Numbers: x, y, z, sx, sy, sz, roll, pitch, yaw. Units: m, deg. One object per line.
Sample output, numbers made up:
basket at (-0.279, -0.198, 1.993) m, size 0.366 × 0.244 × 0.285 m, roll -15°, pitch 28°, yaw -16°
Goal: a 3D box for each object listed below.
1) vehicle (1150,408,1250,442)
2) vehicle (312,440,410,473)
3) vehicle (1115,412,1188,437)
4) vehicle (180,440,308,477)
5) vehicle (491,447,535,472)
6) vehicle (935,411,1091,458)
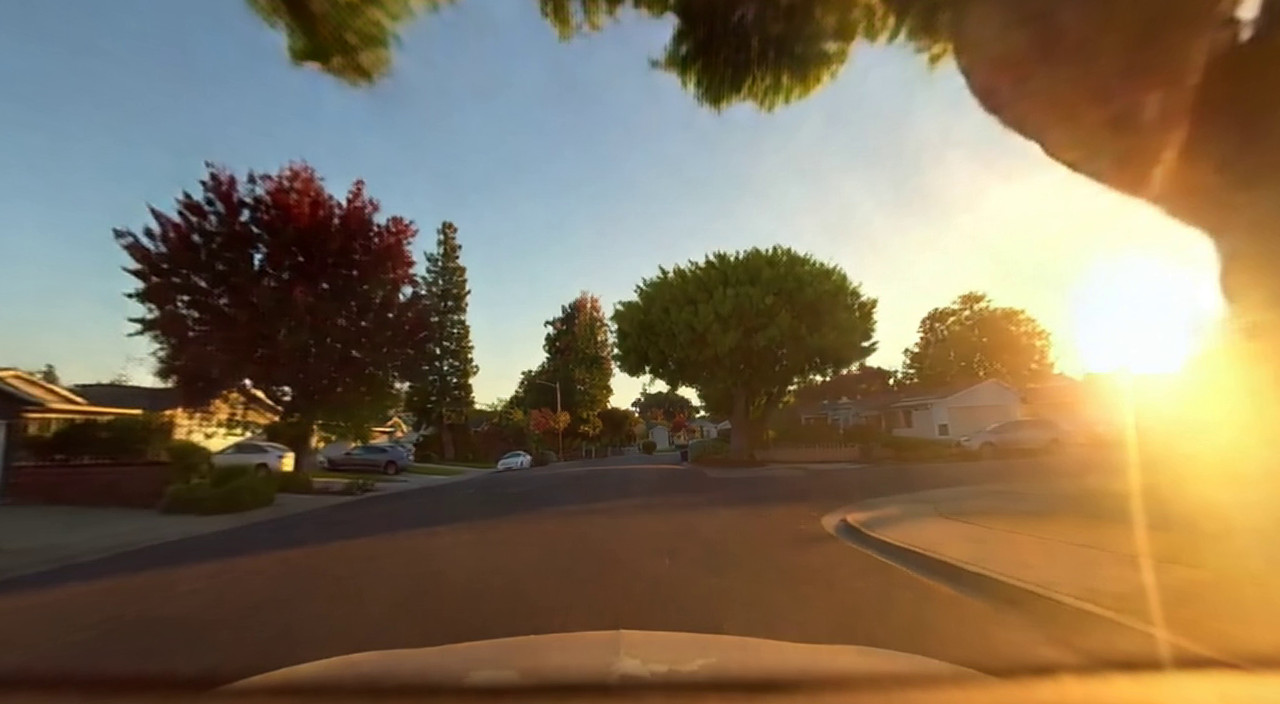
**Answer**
vehicle at (34.346, 4.534, 38.772) m, size 2.029 × 1.747 × 4.373 m, roll 0°, pitch -11°, yaw 0°
vehicle at (-16.147, 6.077, 36.621) m, size 4.683 × 1.849 × 2.044 m, roll 0°, pitch -9°, yaw -5°
vehicle at (35.258, 5.068, 43.521) m, size 1.971 × 1.581 × 4.495 m, roll -2°, pitch -9°, yaw 12°
vehicle at (-18.483, 5.002, 29.651) m, size 1.829 × 1.584 × 4.748 m, roll -5°, pitch -10°, yaw 27°
vehicle at (-8.313, 7.075, 41.664) m, size 2.040 × 1.525 × 5.212 m, roll 0°, pitch -9°, yaw -2°
vehicle at (17.569, 3.954, 29.795) m, size 6.088 × 2.084 × 2.337 m, roll 1°, pitch -10°, yaw -9°
